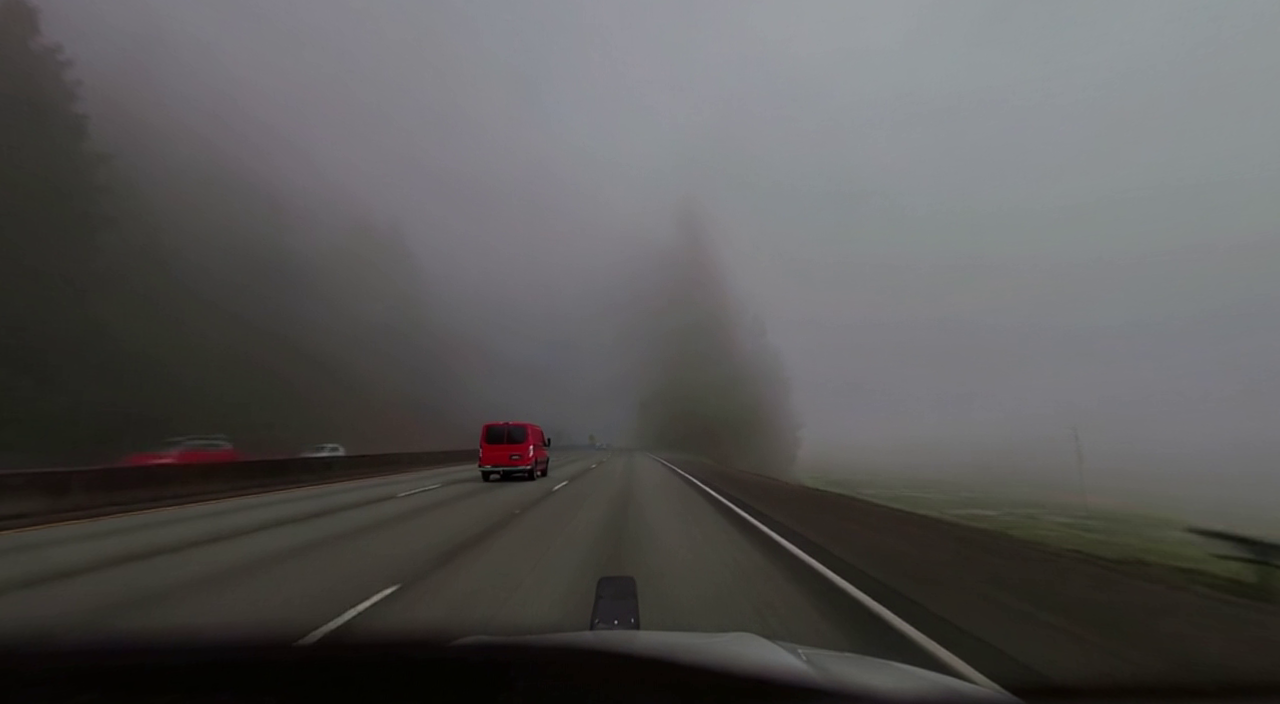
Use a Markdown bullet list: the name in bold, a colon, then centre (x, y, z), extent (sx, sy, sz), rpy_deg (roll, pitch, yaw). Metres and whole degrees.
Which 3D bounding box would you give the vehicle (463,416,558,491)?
- **vehicle**: centre (-3.887, 3.144, 19.778), extent (1.976, 2.029, 4.737), rpy_deg (-1, -8, 0)
